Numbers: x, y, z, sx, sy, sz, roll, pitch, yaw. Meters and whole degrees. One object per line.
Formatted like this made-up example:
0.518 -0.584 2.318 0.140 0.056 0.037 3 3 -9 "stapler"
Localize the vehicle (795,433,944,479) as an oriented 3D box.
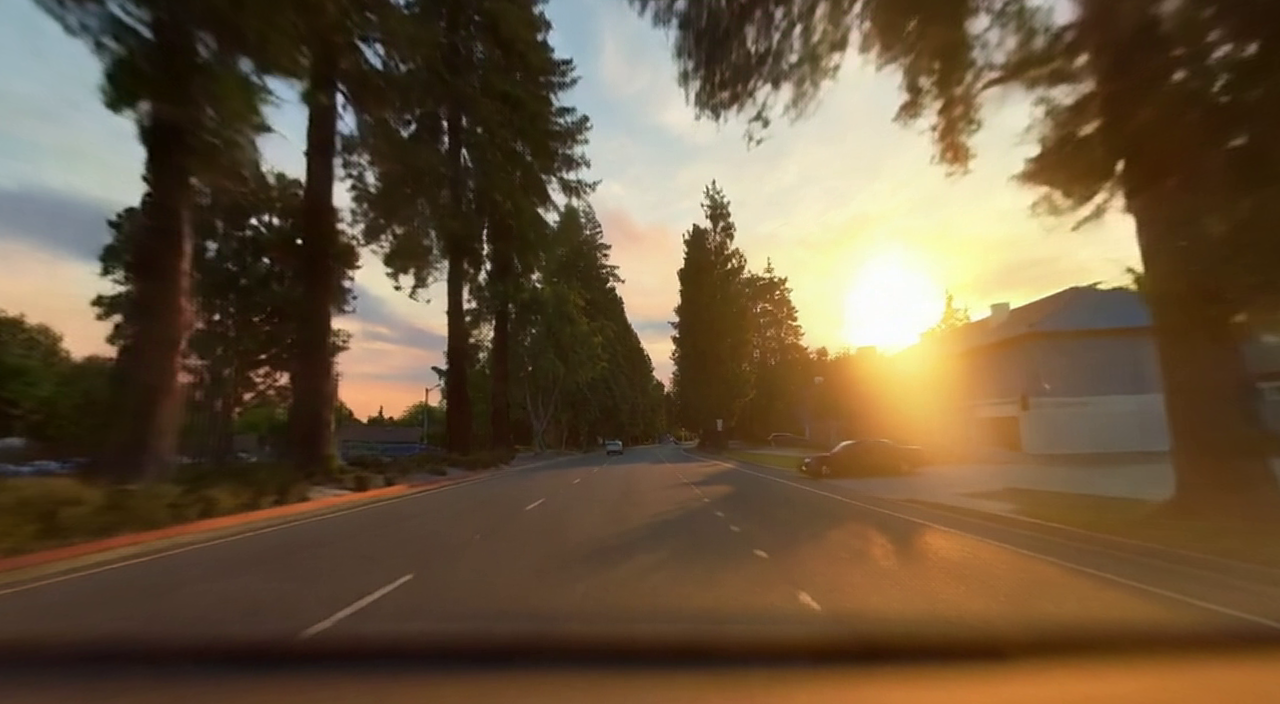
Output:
7.905 3.634 22.150 4.575 1.514 1.932 -1 -8 9 "vehicle"
